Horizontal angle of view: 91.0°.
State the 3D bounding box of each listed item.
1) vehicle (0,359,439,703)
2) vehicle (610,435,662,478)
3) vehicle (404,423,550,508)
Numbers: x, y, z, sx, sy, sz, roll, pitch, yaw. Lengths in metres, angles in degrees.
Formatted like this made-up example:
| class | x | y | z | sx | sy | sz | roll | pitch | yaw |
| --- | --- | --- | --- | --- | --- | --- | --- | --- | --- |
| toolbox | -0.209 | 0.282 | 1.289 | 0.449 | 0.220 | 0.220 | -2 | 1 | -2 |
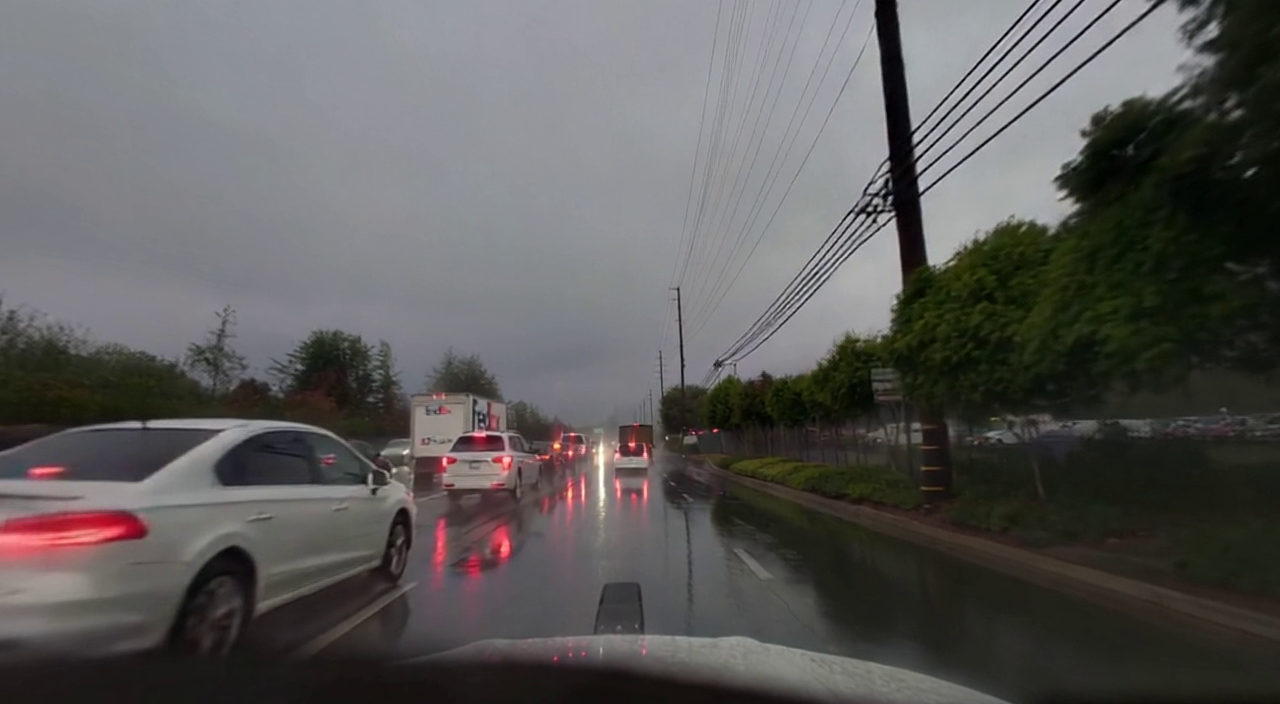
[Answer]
| class | x | y | z | sx | sy | sz | roll | pitch | yaw |
| --- | --- | --- | --- | --- | --- | --- | --- | --- | --- |
| vehicle | -3.416 | 1.213 | 4.847 | 2.057 | 1.673 | 4.934 | 0 | -8 | 1 |
| vehicle | -0.203 | 4.417 | 26.890 | 2.055 | 1.671 | 4.147 | 0 | -8 | -1 |
| vehicle | -3.843 | 2.789 | 15.955 | 2.263 | 1.803 | 4.868 | 0 | -8 | 2 |
